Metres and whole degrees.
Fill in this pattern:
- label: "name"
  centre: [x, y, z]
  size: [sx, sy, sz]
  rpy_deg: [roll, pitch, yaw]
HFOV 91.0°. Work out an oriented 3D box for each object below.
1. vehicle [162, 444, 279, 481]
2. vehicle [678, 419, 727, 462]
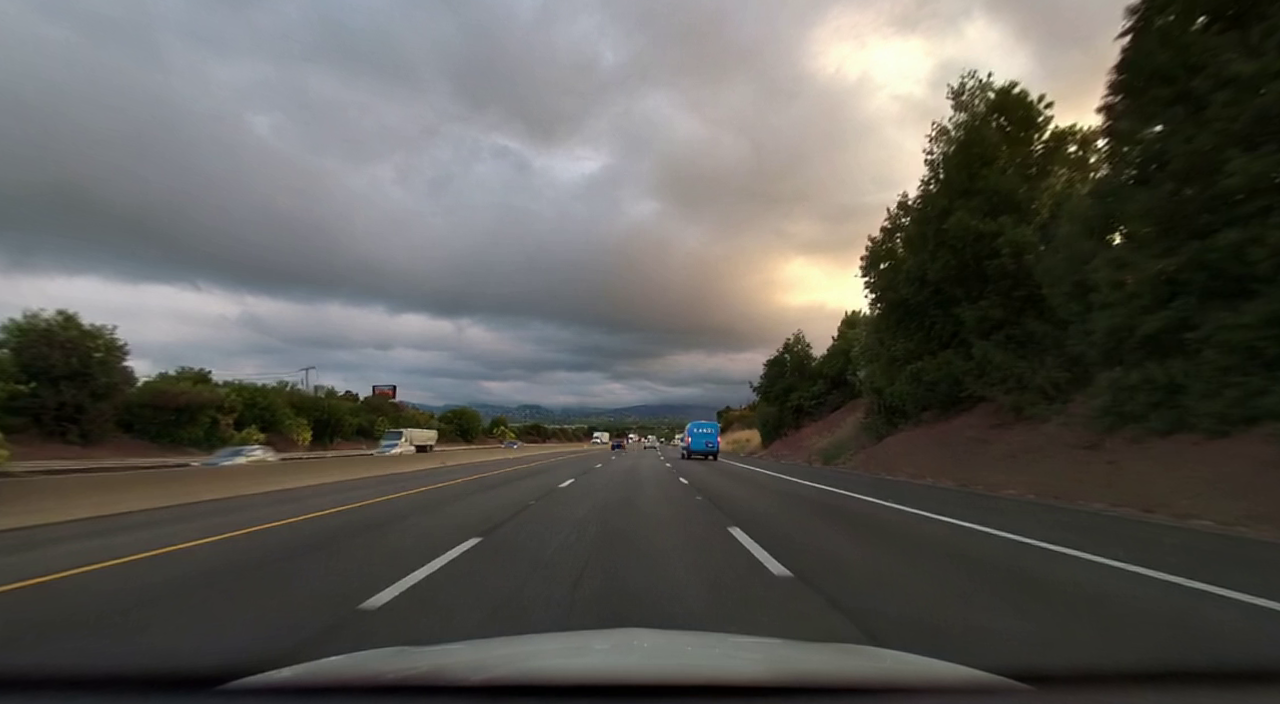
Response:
- label: "vehicle"
  centre: [-18.391, 4.835, 27.886]
  size: [2.000, 1.485, 4.546]
  rpy_deg: [-1, -8, 1]
- label: "vehicle"
  centre: [3.941, 5.774, 40.963]
  size: [2.485, 2.562, 5.535]
  rpy_deg: [0, -8, -1]
